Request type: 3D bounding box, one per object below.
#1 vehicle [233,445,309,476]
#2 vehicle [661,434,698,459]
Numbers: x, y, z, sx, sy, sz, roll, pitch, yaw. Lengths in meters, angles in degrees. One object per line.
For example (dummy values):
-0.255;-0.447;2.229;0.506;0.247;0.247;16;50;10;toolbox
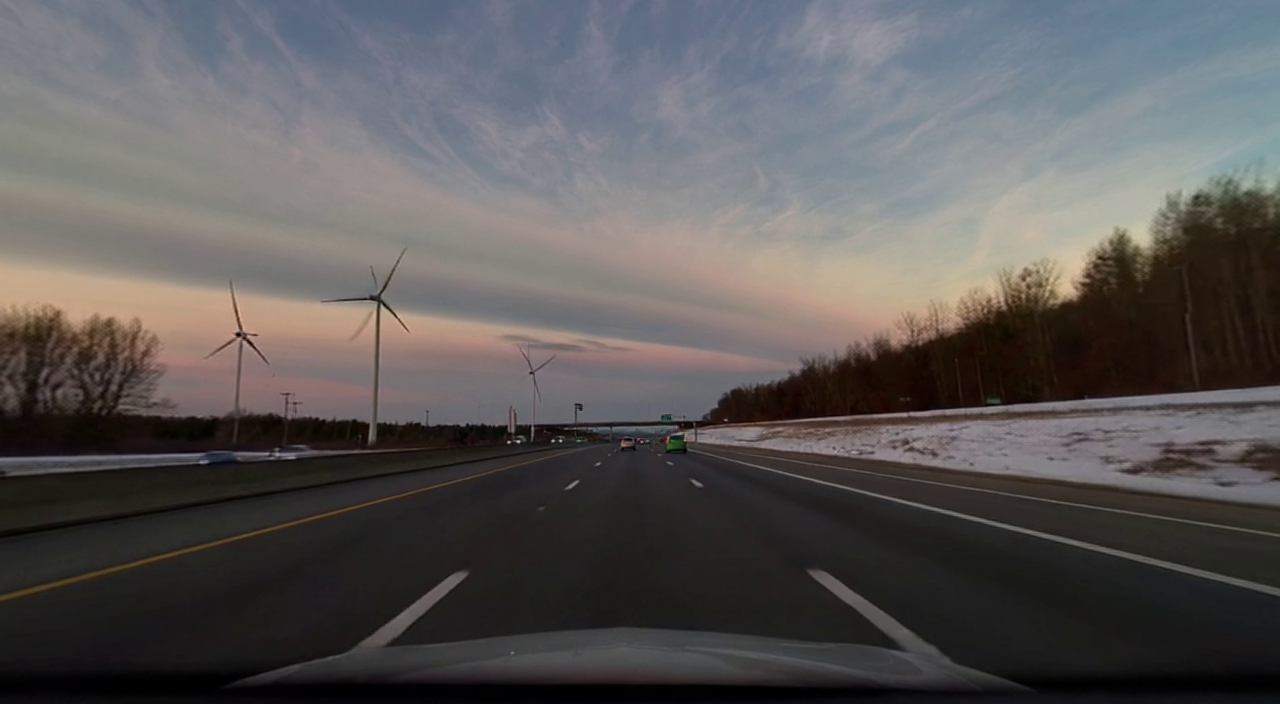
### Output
-20.154;5.904;34.526;1.821;1.503;3.978;0;-8;-1;vehicle
2.613;6.295;42.153;2.041;1.551;3.974;0;-8;-3;vehicle
